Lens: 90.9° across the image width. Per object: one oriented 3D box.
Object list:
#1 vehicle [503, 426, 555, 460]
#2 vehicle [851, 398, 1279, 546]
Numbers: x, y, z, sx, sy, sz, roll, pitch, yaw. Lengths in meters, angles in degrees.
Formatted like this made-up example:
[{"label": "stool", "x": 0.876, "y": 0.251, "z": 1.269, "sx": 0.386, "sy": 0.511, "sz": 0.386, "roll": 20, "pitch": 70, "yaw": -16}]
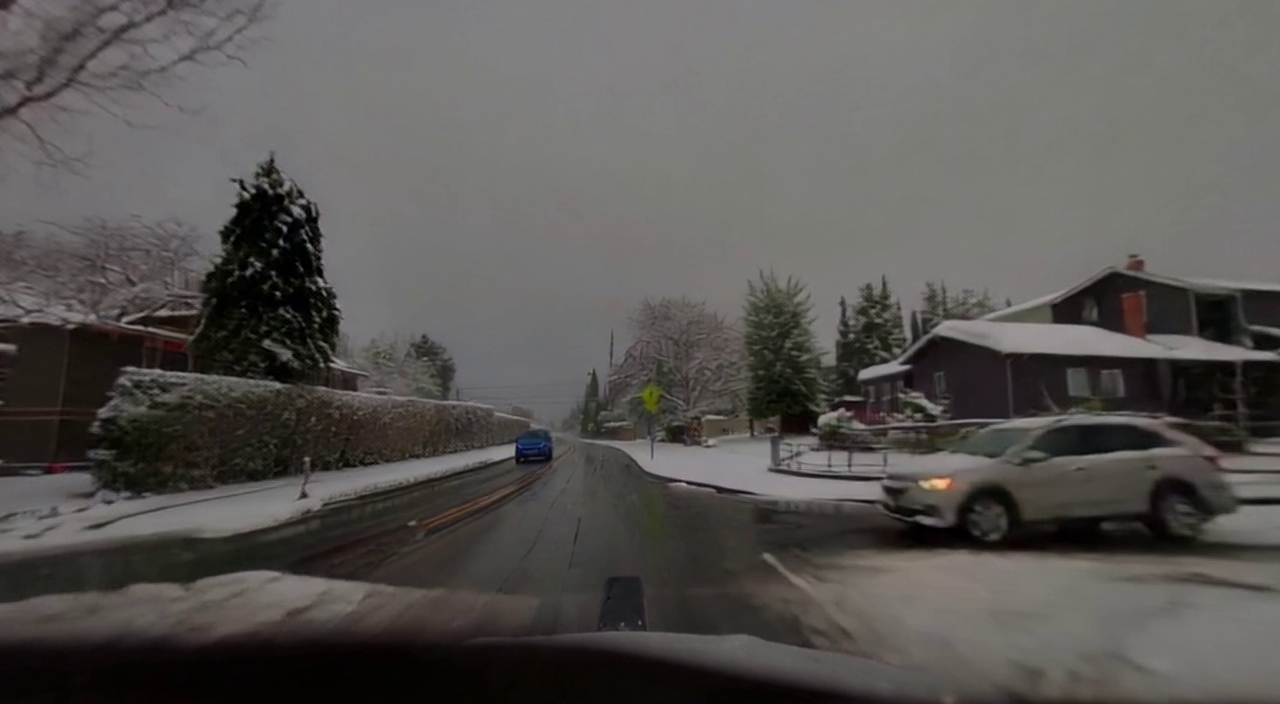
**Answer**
[{"label": "vehicle", "x": -5.650, "y": 4.722, "z": 32.578, "sx": 2.036, "sy": 1.657, "sz": 4.391, "roll": 0, "pitch": -9, "yaw": -2}, {"label": "vehicle", "x": 4.813, "y": 1.431, "z": 7.733, "sx": 3.772, "sy": 1.531, "sz": 1.949, "roll": -1, "pitch": -9, "yaw": 3}]
